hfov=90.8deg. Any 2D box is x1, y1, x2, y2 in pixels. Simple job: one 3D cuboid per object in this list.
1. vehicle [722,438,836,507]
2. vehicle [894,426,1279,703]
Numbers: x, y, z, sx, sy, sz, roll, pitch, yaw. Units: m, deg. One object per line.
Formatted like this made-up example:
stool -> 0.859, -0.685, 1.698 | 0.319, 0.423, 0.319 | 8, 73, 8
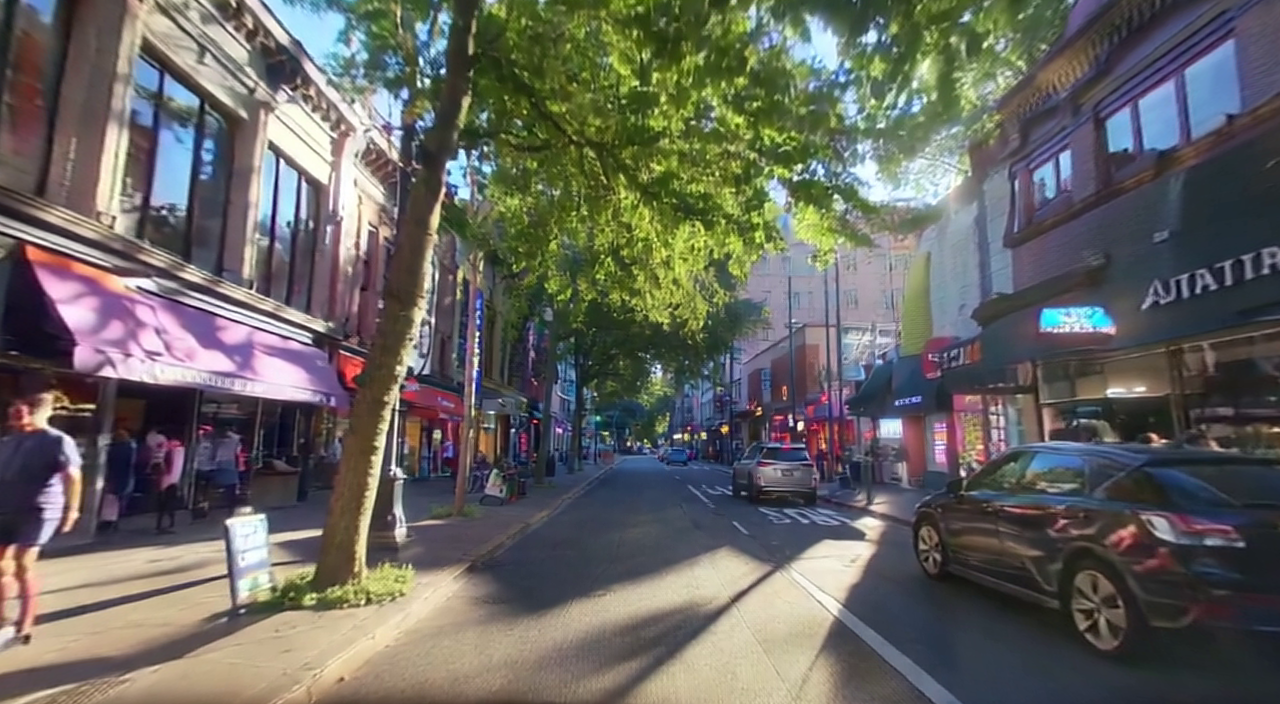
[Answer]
vehicle -> 3.480, 3.103, 16.750 | 1.971, 1.559, 4.326 | 0, -8, -1
vehicle -> 4.048, 1.422, 5.237 | 1.977, 1.478, 4.458 | 0, -8, -1
